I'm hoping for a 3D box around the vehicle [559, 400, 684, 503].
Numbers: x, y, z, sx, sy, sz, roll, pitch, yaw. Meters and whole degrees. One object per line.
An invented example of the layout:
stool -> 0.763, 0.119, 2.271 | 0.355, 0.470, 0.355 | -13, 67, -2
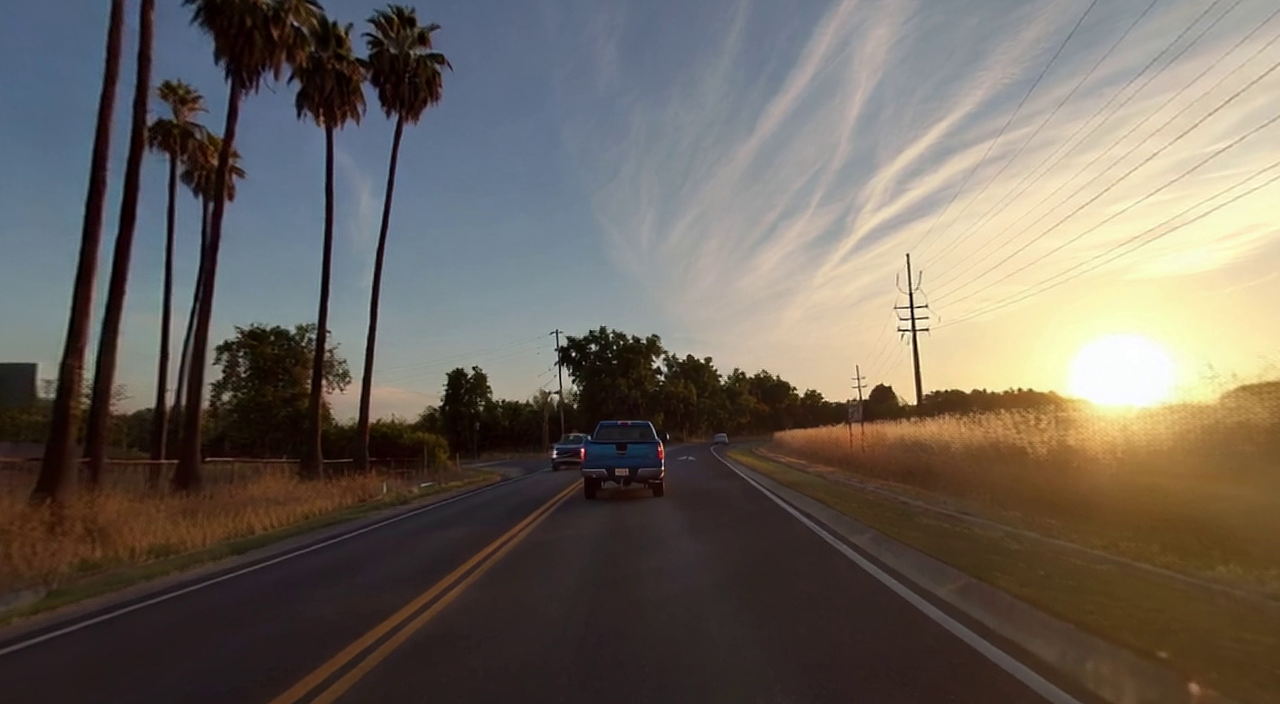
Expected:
vehicle -> -0.451, 2.599, 16.729 | 2.693, 2.223, 5.885 | 0, -8, -1
